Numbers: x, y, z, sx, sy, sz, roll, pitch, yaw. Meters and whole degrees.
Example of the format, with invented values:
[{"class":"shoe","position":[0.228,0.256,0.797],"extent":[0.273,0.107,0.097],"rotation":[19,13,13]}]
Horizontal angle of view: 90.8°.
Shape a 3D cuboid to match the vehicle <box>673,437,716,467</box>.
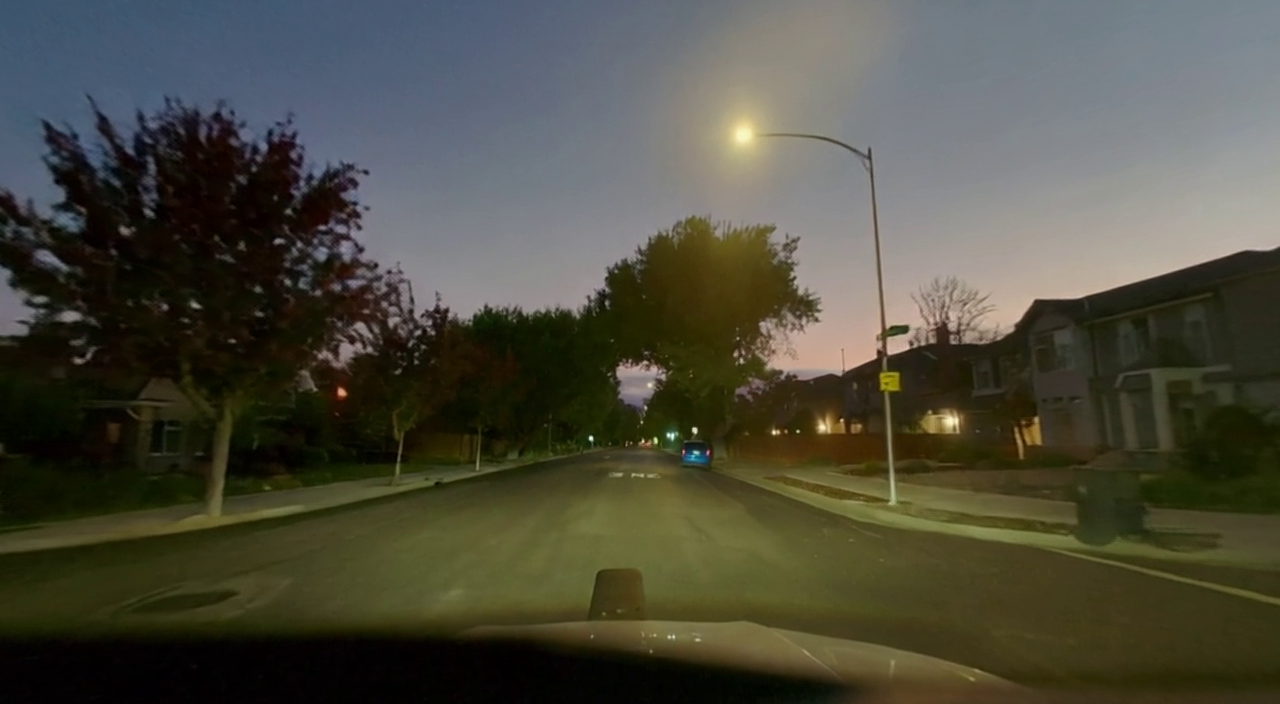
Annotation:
[{"class":"vehicle","position":[3.094,5.827,36.852],"extent":[2.114,1.633,4.042],"rotation":[0,-8,0]}]
